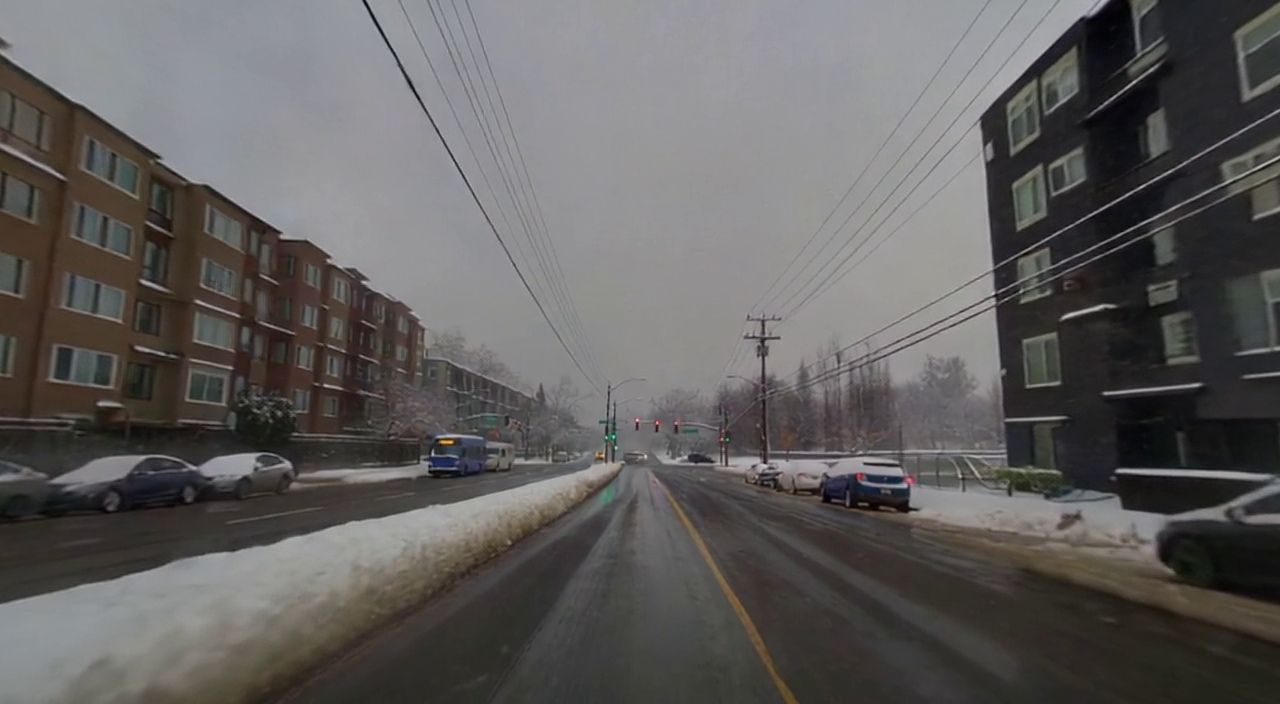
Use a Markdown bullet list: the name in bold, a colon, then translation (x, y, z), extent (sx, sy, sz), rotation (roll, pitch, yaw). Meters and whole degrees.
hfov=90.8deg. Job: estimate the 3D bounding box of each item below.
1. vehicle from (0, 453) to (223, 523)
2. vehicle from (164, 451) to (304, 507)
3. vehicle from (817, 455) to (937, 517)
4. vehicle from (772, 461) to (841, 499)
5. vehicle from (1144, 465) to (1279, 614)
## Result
- **vehicle**: translation (-14.603, 3.716, 17.900), extent (2.124, 1.626, 4.908), rotation (0, -9, 1)
- **vehicle**: translation (-14.641, 4.564, 23.221), extent (2.107, 1.771, 4.871), rotation (0, -9, -4)
- **vehicle**: translation (7.633, 4.333, 20.972), extent (2.143, 1.731, 4.781), rotation (0, -9, 0)
- **vehicle**: translation (7.655, 5.912, 29.558), extent (1.997, 1.517, 4.755), rotation (0, -9, 0)
- **vehicle**: translation (7.689, 1.900, 6.018), extent (1.941, 1.496, 4.656), rotation (0, -9, 0)
